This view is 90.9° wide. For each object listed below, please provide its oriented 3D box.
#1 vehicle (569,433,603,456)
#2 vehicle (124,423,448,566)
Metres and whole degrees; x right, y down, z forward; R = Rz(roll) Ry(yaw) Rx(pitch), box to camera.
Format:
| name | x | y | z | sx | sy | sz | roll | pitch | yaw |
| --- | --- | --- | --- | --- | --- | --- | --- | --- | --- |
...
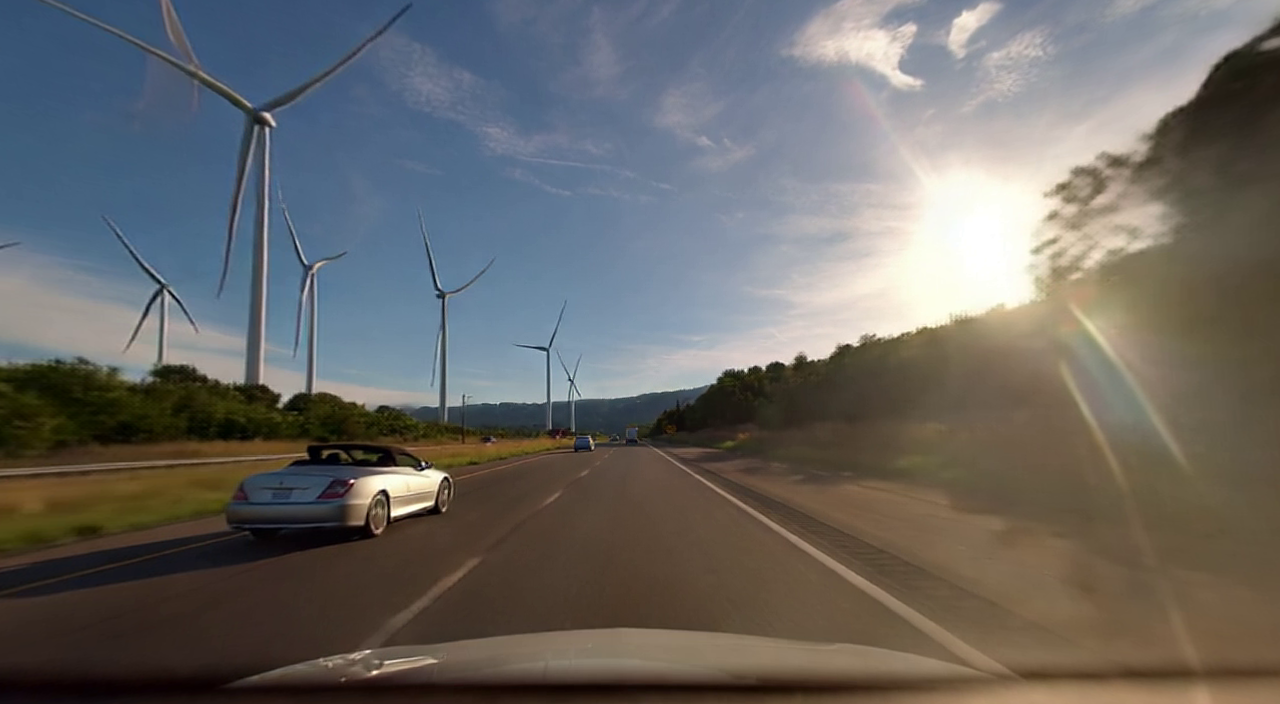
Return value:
| name | x | y | z | sx | sy | sz | roll | pitch | yaw |
| --- | --- | --- | --- | --- | --- | --- | --- | --- | --- |
| vehicle | -3.535 | 6.159 | 41.939 | 2.024 | 1.456 | 3.754 | 0 | -8 | -2 |
| vehicle | -4.192 | 1.718 | 8.457 | 1.969 | 1.413 | 4.194 | 0 | -8 | -1 |
